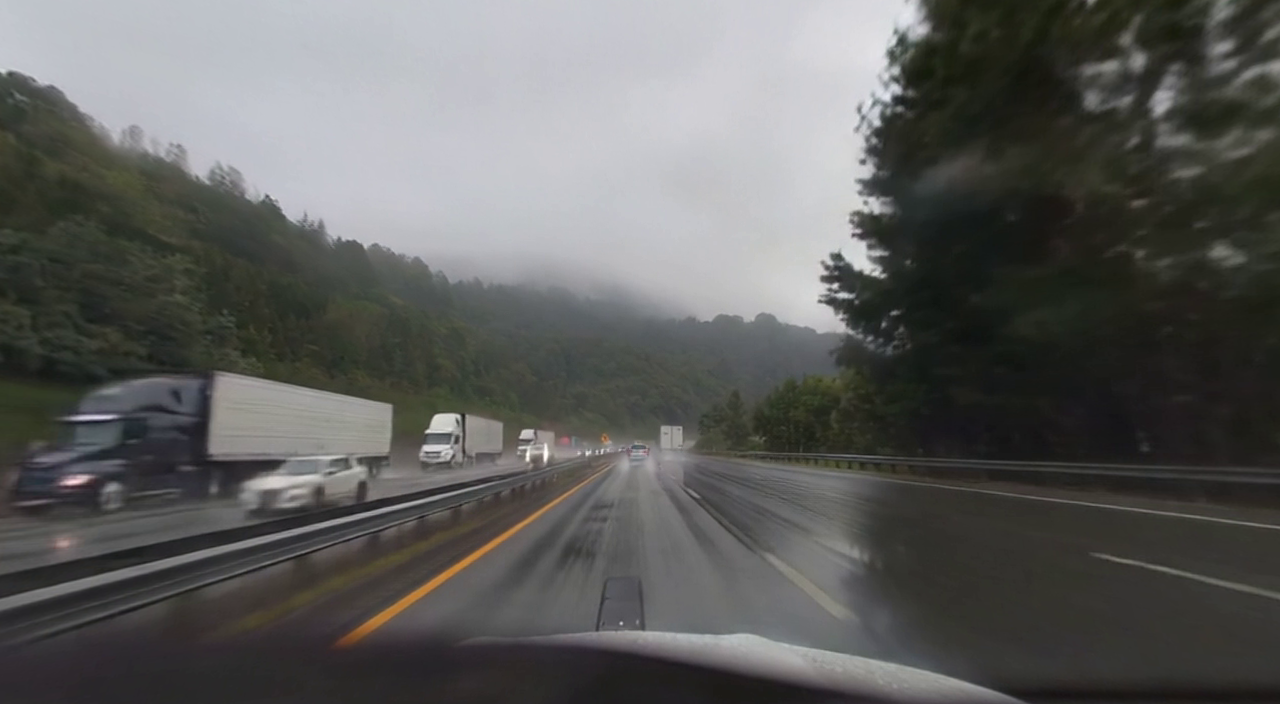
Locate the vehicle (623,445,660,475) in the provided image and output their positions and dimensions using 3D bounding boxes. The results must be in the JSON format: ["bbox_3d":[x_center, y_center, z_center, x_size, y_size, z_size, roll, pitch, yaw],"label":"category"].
[{"bbox_3d":[0.073,6.494,38.303,2.137,1.689,4.051,0,-9,-1],"label":"vehicle"}]

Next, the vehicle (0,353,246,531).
[{"bbox_3d":[-14.295,2.444,17.205,2.937,3.963,5.873,-1,-9,3],"label":"vehicle"}]

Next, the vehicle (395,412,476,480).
[{"bbox_3d":[-12.790,5.979,40.182,3.002,3.963,6.351,0,-9,-1],"label":"vehicle"}]

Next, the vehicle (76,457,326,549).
[{"bbox_3d":[-8.461,2.896,12.811,1.911,1.442,4.392,0,-9,0],"label":"vehicle"}]
